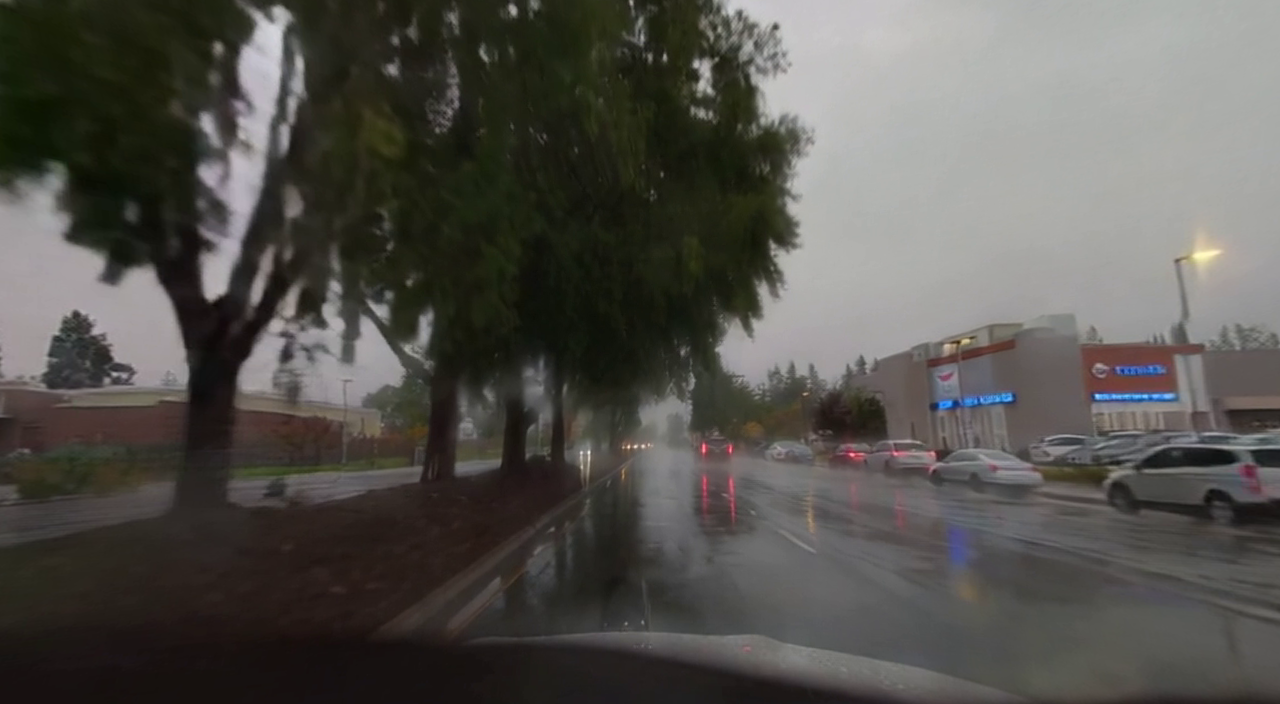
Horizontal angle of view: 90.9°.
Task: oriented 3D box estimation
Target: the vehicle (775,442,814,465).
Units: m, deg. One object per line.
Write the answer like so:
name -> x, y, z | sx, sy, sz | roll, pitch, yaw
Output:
vehicle -> 11.465, 7.546, 47.067 | 1.919, 1.645, 4.254 | 0, -9, 1

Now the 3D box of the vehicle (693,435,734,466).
vehicle -> 4.736, 6.427, 41.234 | 2.183, 1.845, 4.482 | 0, -9, 0

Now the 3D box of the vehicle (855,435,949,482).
vehicle -> 10.915, 4.467, 26.699 | 1.959, 1.751, 4.961 | 0, -9, 2

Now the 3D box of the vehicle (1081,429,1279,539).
vehicle -> 10.665, 2.327, 11.727 | 1.958, 1.654, 4.258 | 0, -9, 3

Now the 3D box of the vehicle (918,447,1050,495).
vehicle -> 10.809, 3.747, 20.228 | 1.824, 1.364, 4.238 | 0, -9, 0
